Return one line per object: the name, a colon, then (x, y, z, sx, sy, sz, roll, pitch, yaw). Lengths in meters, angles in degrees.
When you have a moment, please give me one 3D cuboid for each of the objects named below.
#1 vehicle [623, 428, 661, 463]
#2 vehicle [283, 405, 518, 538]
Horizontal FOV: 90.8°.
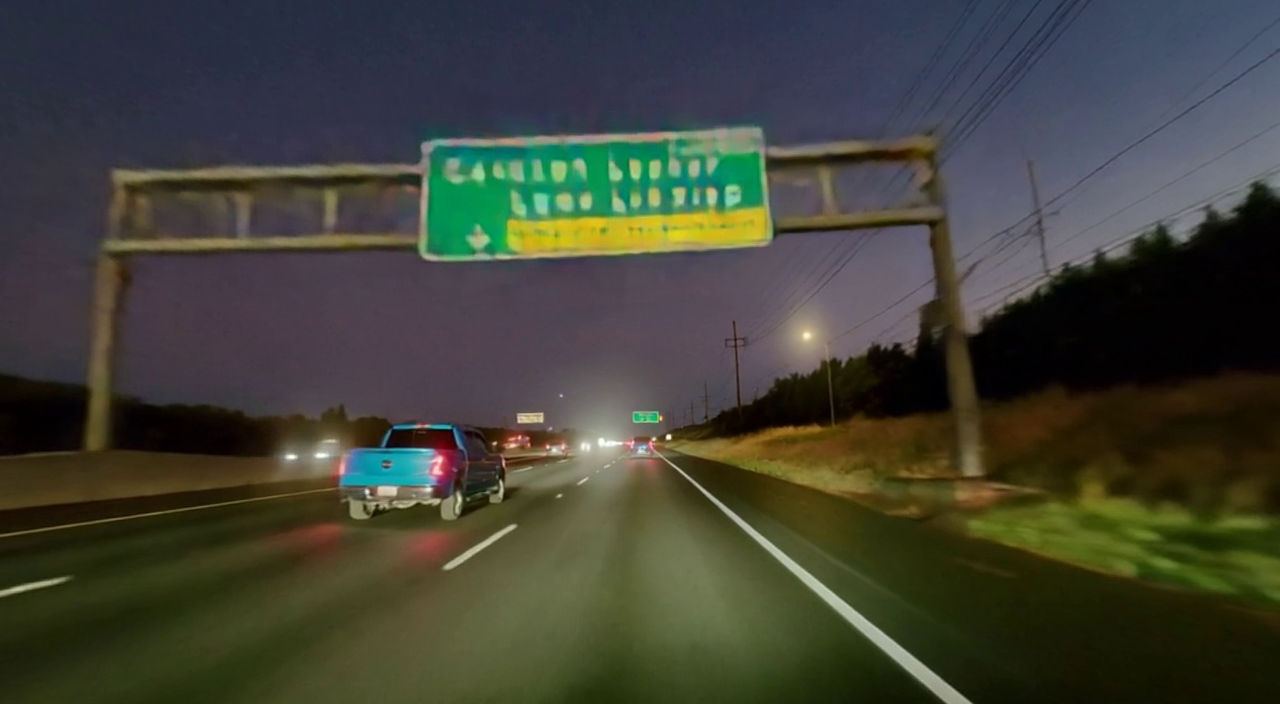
vehicle: (0.101, 6.158, 41.502, 2.358, 2.144, 4.713, 0, -8, 0)
vehicle: (-3.817, 2.039, 11.420, 2.204, 1.812, 5.289, 0, -8, 0)
